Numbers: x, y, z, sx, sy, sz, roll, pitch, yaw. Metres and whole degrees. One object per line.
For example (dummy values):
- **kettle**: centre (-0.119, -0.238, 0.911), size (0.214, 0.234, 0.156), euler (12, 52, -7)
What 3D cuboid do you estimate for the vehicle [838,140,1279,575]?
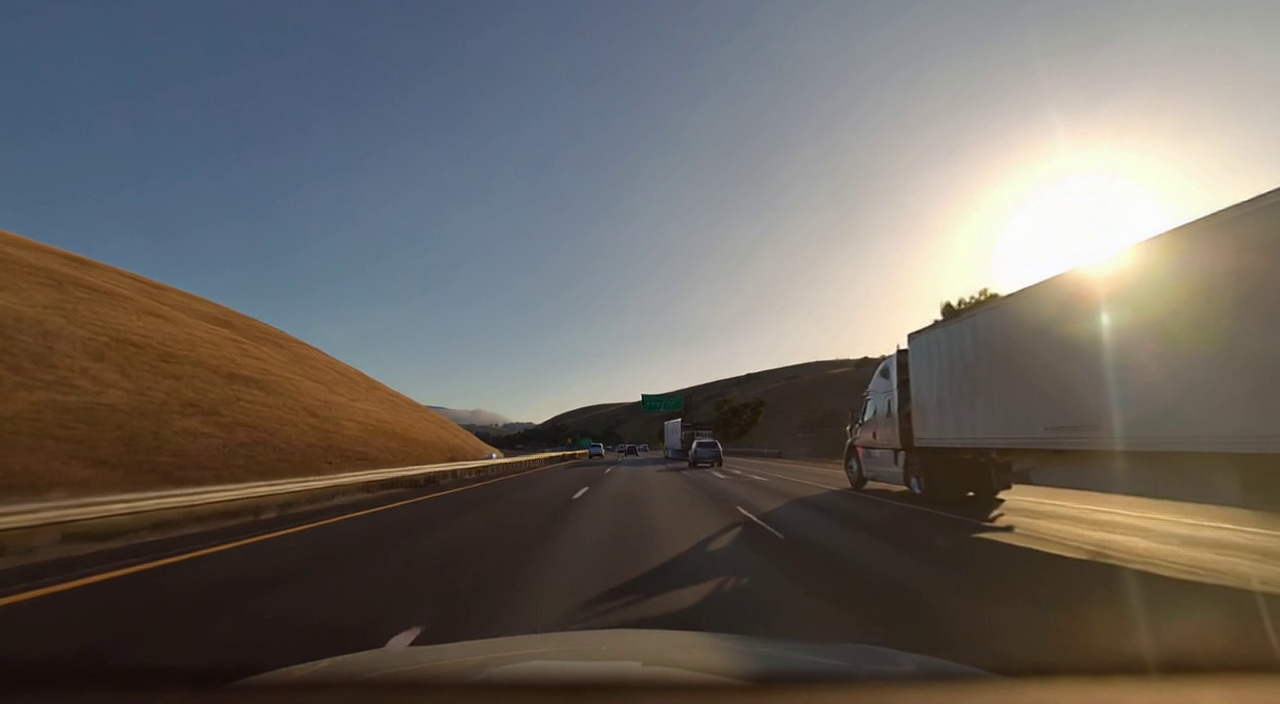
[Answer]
- **vehicle**: centre (7.703, 0.848, 11.433), size (2.935, 4.187, 16.357), euler (0, -9, 0)

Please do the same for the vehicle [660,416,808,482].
- **vehicle**: centre (3.360, 3.609, 23.594), size (5.075, 2.277, 2.365), euler (0, -9, -3)
